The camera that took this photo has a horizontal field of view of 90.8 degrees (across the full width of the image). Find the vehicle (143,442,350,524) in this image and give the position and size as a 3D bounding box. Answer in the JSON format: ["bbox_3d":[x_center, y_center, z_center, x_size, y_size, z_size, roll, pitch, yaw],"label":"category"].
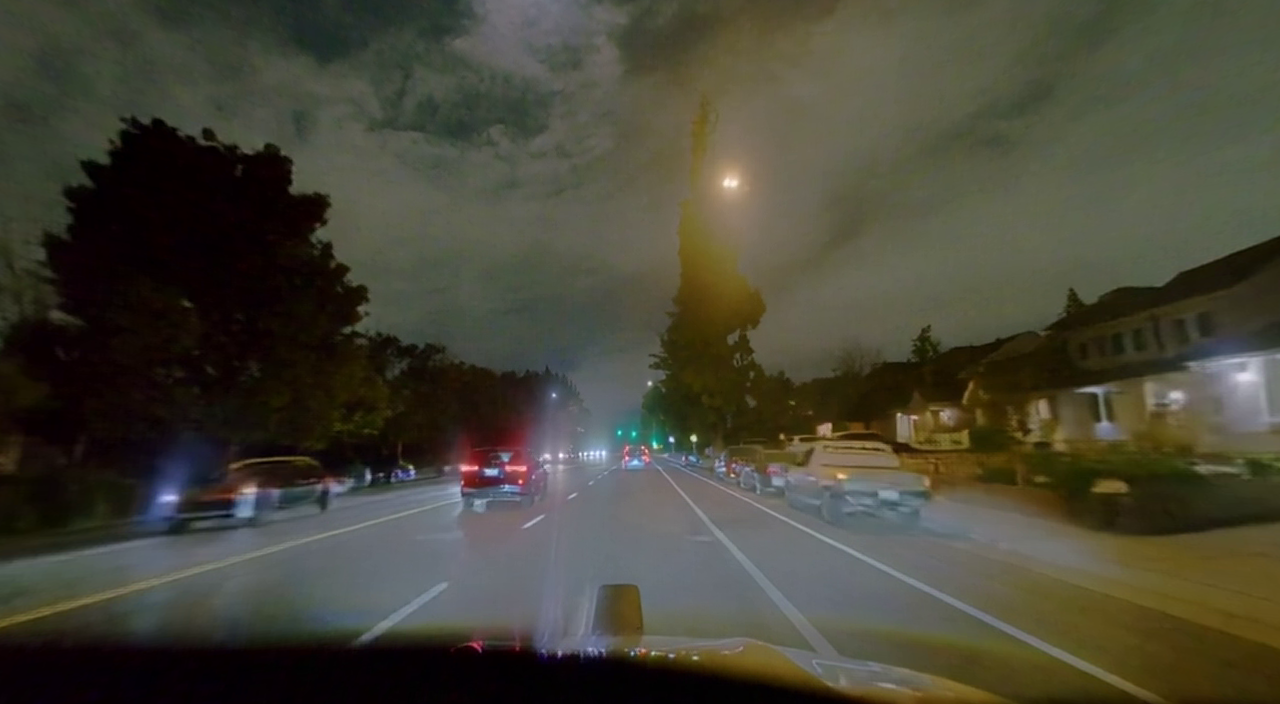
[{"bbox_3d":[-9.970,3.308,16.668,2.191,1.805,4.929,0,-8,1],"label":"vehicle"}]

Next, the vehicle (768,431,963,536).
[{"bbox_3d":[4.204,2.522,12.861,2.045,1.702,4.916,0,-9,-1],"label":"vehicle"}]

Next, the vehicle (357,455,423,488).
[{"bbox_3d":[-14.508,6.944,36.946,1.904,1.497,4.848,-5,-8,0],"label":"vehicle"}]

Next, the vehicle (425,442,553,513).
[{"bbox_3d":[-3.488,2.985,15.564,2.027,1.477,4.413,0,-8,0],"label":"vehicle"}]

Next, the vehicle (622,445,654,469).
[{"bbox_3d":[-0.143,7.079,42.721,2.088,1.495,4.048,0,-8,0],"label":"vehicle"}]

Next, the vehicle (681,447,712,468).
[{"bbox_3d":[4.370,8.187,49.219,1.944,1.470,4.530,0,-8,-1],"label":"vehicle"}]
